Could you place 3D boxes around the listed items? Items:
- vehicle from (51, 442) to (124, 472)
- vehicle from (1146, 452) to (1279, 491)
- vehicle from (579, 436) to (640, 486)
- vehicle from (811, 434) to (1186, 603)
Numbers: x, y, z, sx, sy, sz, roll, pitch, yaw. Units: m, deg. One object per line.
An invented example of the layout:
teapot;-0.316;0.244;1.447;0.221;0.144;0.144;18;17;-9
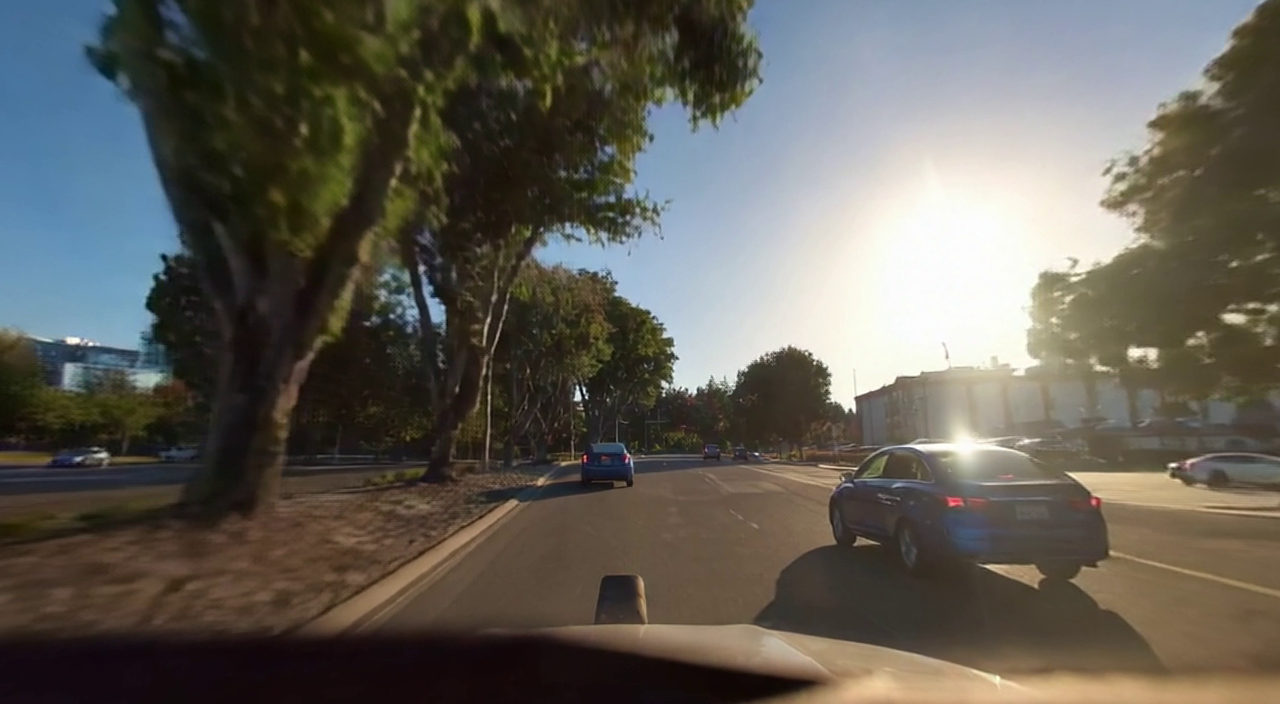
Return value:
vehicle;-38.604;7.303;44.283;2.113;1.937;4.491;3;-9;-18
vehicle;22.911;4.667;25.030;1.666;1.358;4.131;2;-9;-16
vehicle;-1.176;4.065;23.845;2.085;1.693;4.301;0;-8;-3
vehicle;3.665;1.748;7.626;1.918;1.418;4.360;0;-8;-1
